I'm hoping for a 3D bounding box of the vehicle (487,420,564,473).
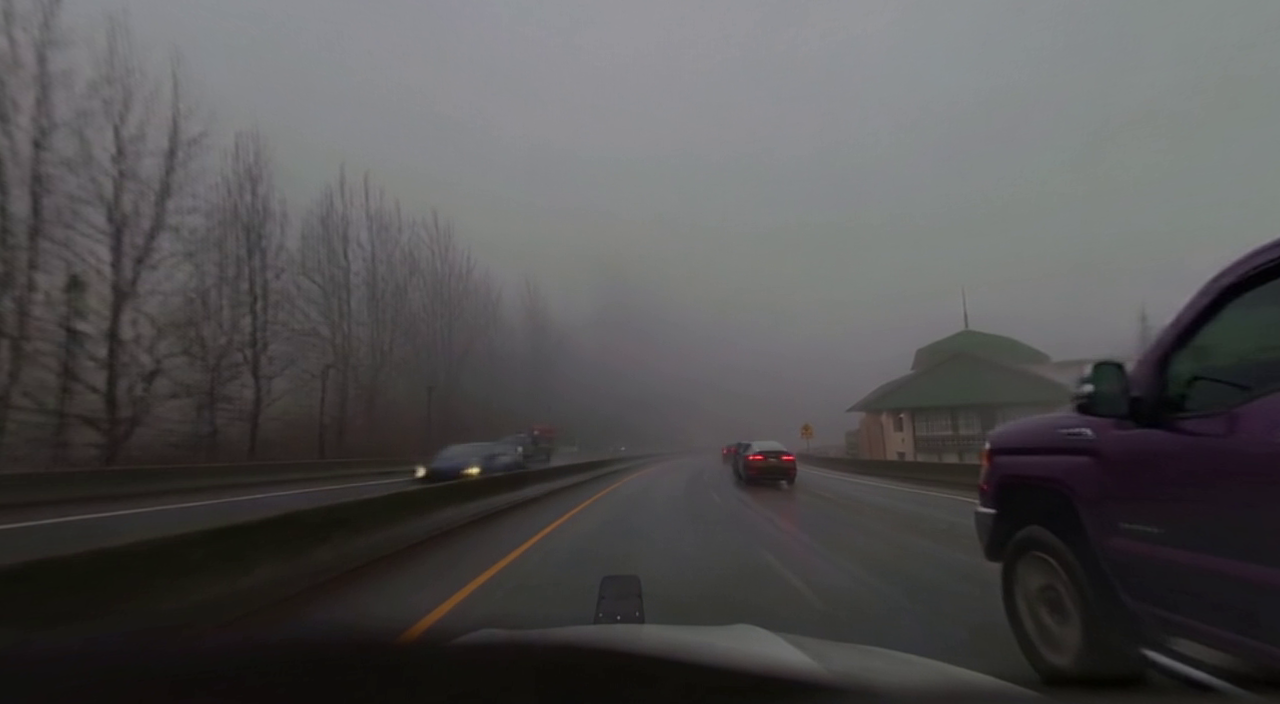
[{"bbox_3d":[-6.453,5.510,36.387,2.492,2.808,5.904,-2,-9,10],"label":"vehicle"}]

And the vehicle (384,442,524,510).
[{"bbox_3d":[-4.708,3.206,16.677,2.054,1.525,4.441,-1,-9,5],"label":"vehicle"}]

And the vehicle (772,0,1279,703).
[{"bbox_3d":[3.926,0.649,4.622,2.916,3.563,14.462,0,-9,1],"label":"vehicle"}]
